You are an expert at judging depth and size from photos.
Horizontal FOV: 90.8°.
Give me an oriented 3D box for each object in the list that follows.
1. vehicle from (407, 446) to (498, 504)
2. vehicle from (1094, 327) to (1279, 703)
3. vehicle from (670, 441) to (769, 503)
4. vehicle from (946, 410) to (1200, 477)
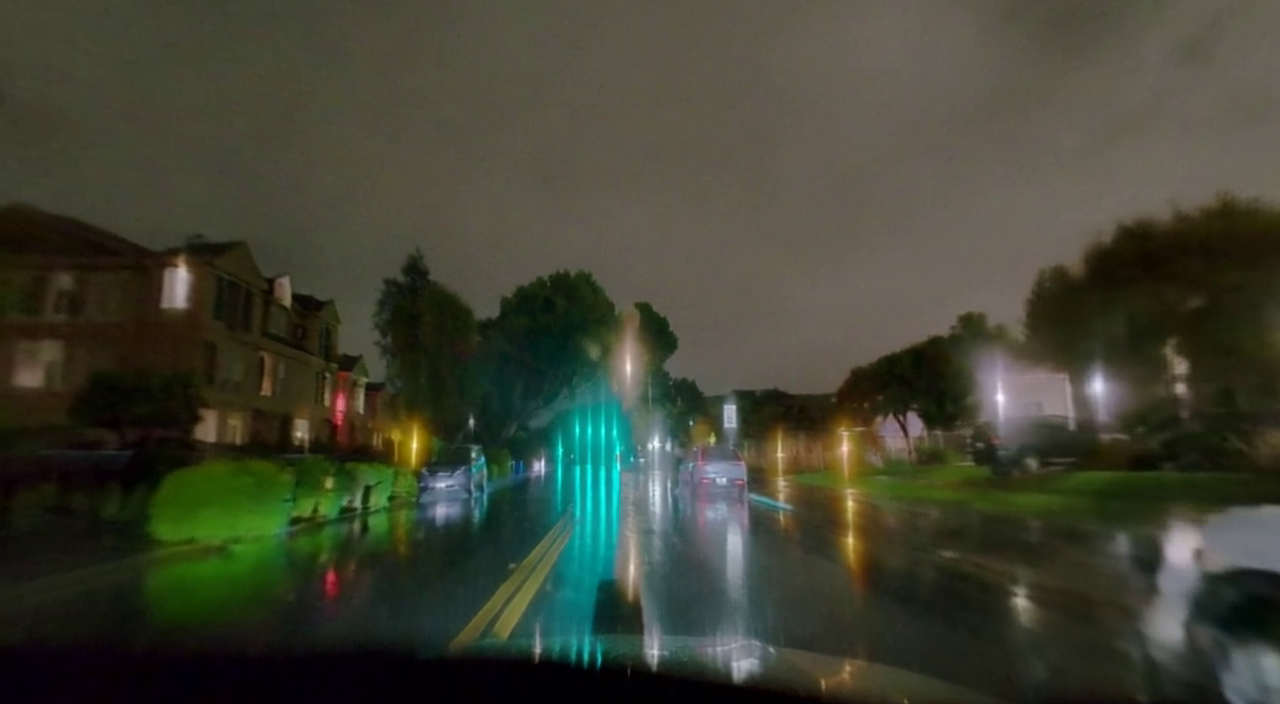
[{"bbox_3d":[-6.333,4.132,21.843,2.051,1.575,4.581,-2,-7,-4],"label":"vehicle"},{"bbox_3d":[3.367,0.556,0.767,1.990,1.753,4.783,0,-8,-1],"label":"vehicle"},{"bbox_3d":[2.431,3.813,20.538,2.163,1.742,4.239,0,-9,-7],"label":"vehicle"},{"bbox_3d":[10.984,2.403,16.454,4.973,1.579,1.934,-2,-9,11],"label":"vehicle"}]
